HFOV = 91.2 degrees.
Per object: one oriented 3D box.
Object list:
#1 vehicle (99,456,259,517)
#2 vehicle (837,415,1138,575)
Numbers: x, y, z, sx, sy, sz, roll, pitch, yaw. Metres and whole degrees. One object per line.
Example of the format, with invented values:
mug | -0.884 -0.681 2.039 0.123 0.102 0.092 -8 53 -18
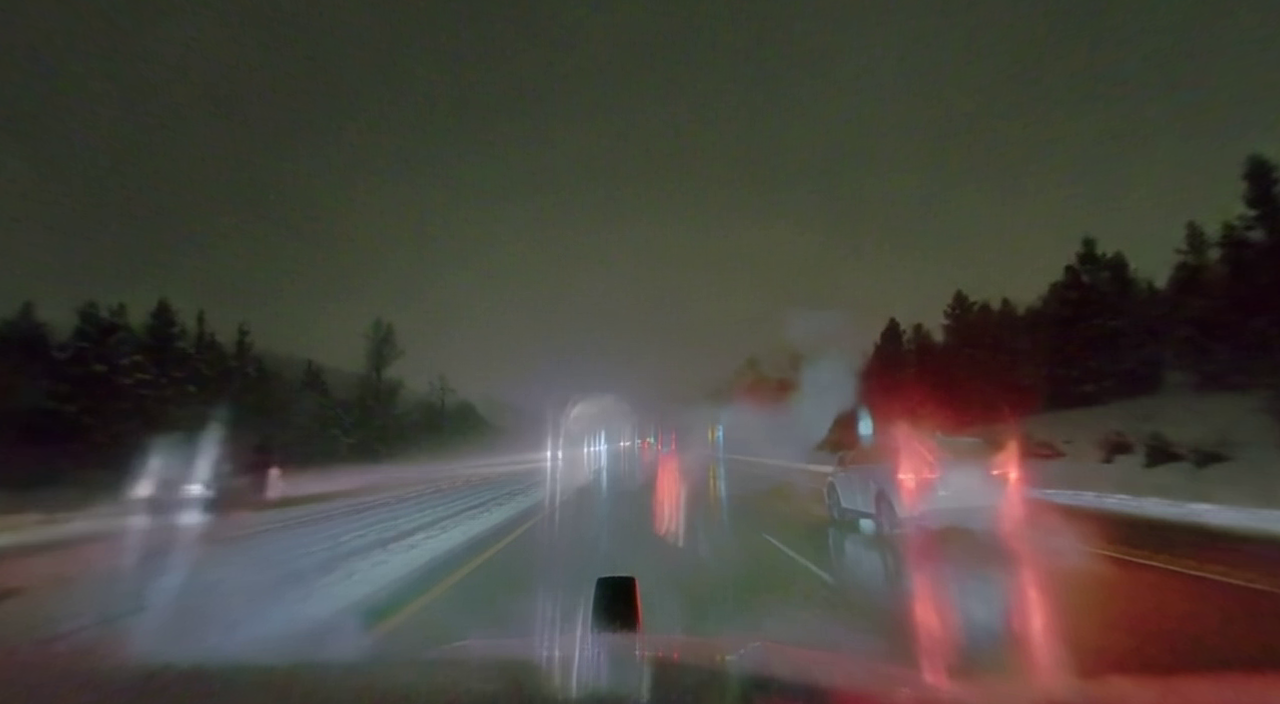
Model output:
vehicle | -13.810 4.004 19.148 1.899 1.556 3.999 0 -9 -2
vehicle | 4.086 1.725 8.330 2.001 1.555 4.098 -2 -9 7
